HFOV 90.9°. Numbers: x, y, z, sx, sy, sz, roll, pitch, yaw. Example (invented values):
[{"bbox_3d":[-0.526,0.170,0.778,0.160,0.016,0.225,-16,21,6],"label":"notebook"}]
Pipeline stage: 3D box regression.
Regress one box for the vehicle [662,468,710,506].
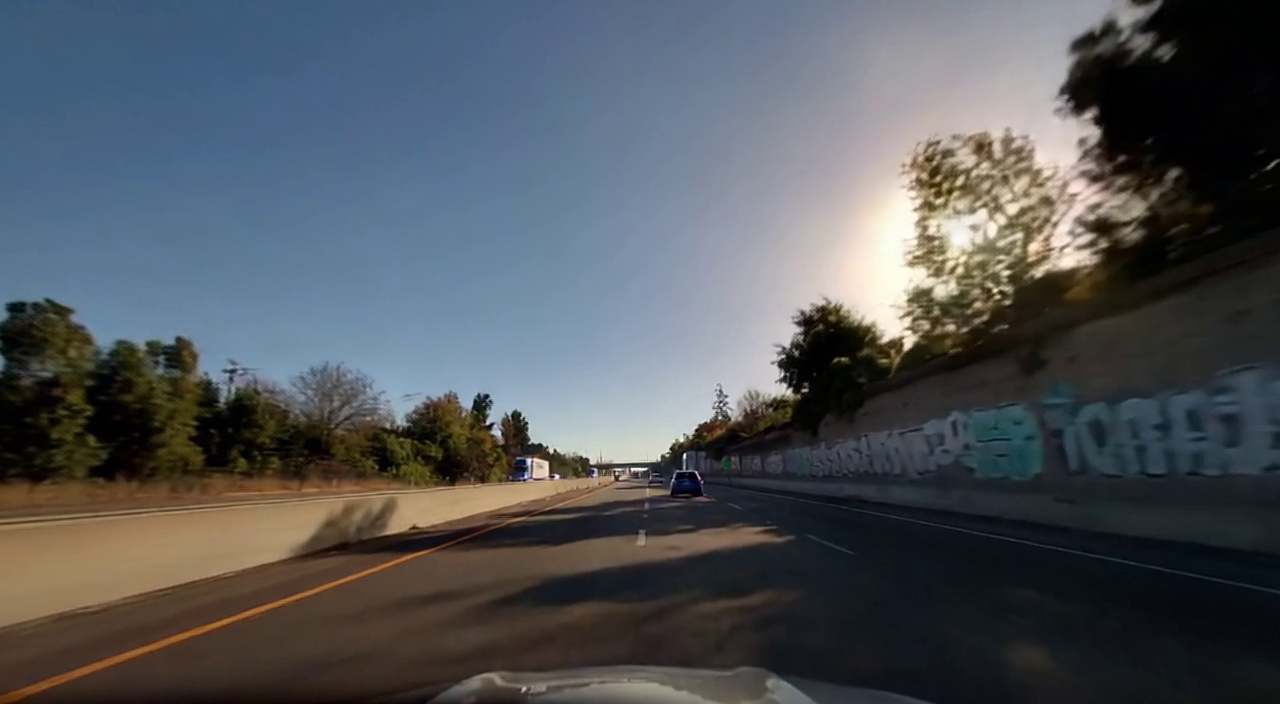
[{"bbox_3d":[2.099,6.293,29.544,2.011,1.574,3.512,2,-10,1],"label":"vehicle"}]
